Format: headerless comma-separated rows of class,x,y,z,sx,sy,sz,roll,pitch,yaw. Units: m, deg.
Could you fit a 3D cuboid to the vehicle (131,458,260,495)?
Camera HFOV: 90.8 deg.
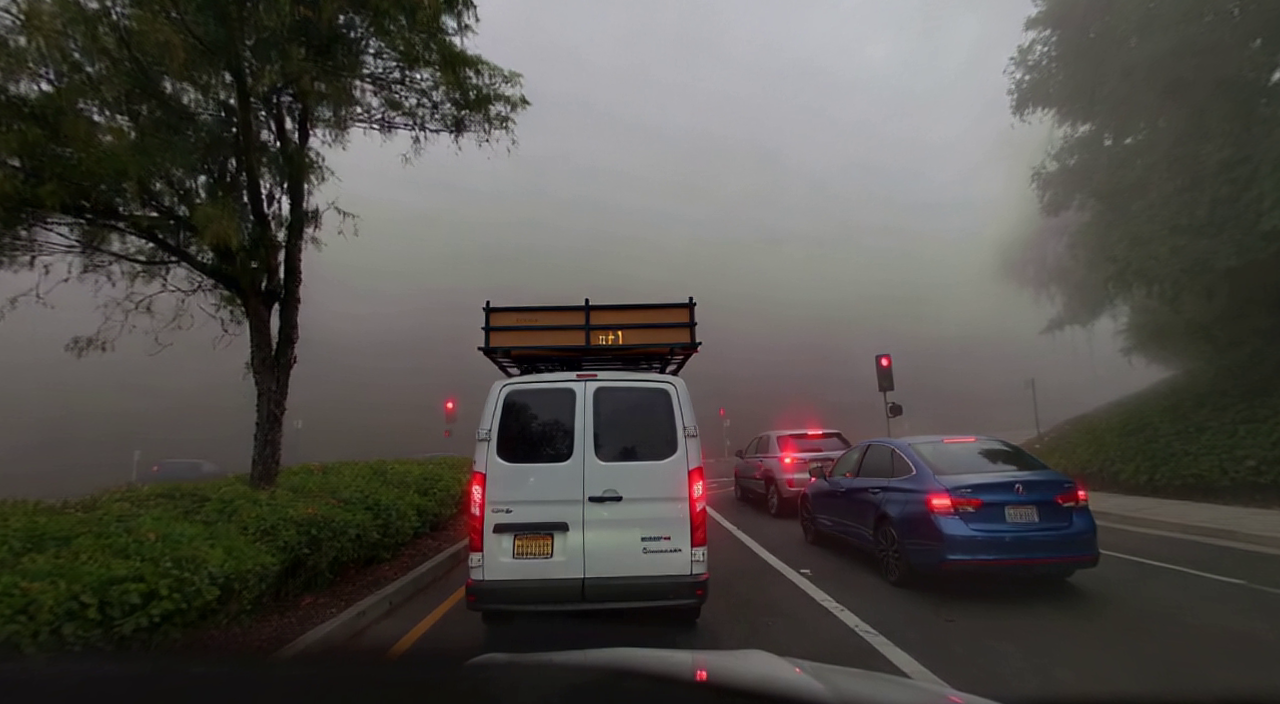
vehicle,-20.800,5.820,29.782,4.501,1.613,1.852,2,-9,-12

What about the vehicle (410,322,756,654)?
vehicle,-0.364,1.157,6.195,2.145,2.089,4.309,0,-9,0

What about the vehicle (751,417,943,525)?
vehicle,3.696,2.215,12.271,2.024,1.692,4.252,1,-9,-4

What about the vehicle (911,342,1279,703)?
vehicle,3.459,0.944,3.415,1.965,1.671,4.146,0,-9,-3
